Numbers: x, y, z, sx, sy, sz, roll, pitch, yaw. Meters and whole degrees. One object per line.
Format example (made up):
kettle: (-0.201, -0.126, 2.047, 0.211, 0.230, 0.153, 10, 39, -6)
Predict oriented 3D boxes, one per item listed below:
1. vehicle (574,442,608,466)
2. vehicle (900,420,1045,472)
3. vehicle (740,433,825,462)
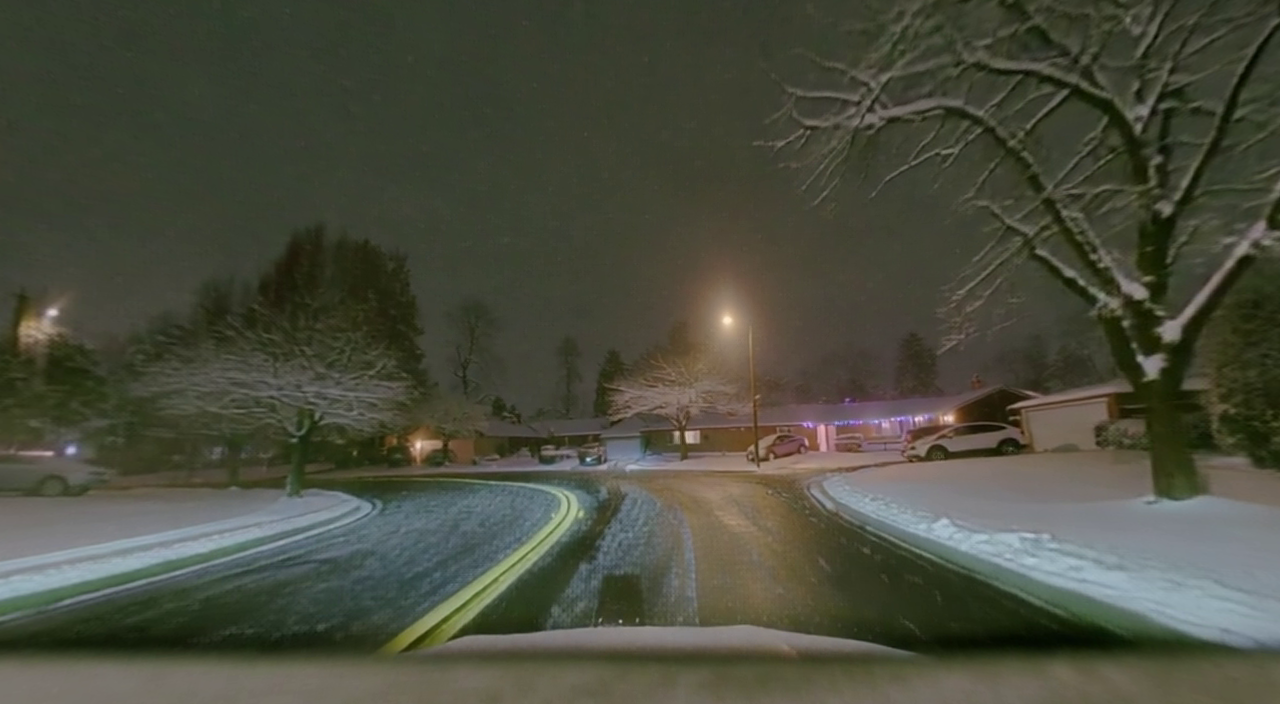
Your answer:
vehicle: (-3.527, 7.383, 46.008, 1.819, 1.442, 4.329, -1, -5, 4)
vehicle: (12.654, 3.621, 24.286, 4.327, 1.573, 1.967, -5, -9, 2)
vehicle: (8.770, 5.860, 38.850, 4.799, 1.451, 2.144, 1, -8, -29)
